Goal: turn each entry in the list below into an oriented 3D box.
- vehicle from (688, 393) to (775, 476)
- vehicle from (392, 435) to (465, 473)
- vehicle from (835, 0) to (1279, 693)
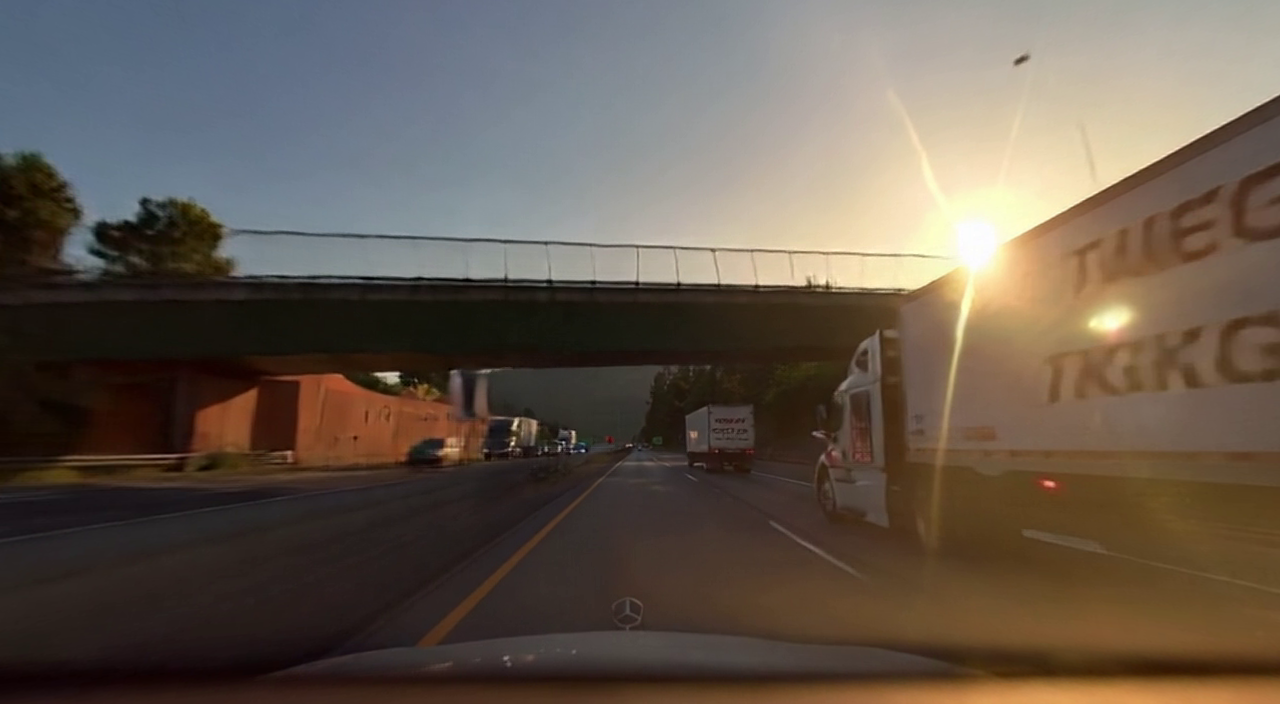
[{"bbox_3d":[5.023,5.134,38.094,2.983,4.030,14.444,0,-9,0],"label":"vehicle"},{"bbox_3d":[-9.944,4.826,29.963,1.858,1.645,4.182,0,-9,2],"label":"vehicle"},{"bbox_3d":[4.981,-0.117,3.973,2.929,4.093,14.258,0,-9,0],"label":"vehicle"}]
